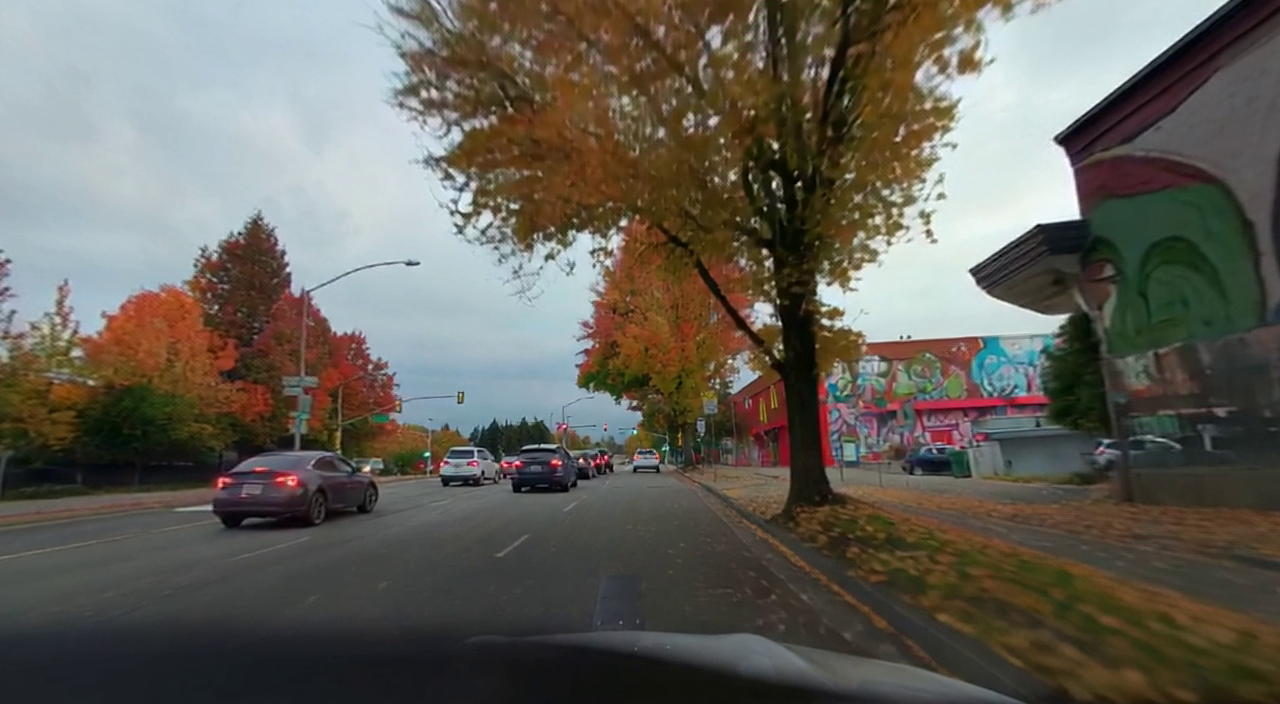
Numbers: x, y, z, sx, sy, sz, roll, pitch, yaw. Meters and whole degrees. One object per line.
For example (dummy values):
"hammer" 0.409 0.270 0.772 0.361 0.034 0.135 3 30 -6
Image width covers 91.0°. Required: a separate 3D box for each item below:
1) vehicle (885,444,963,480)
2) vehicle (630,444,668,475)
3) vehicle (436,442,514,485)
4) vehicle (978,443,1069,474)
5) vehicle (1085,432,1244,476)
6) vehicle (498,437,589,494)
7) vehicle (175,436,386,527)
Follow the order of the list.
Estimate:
"vehicle" 14.193 5.510 31.827 1.963 1.703 4.447 0 -9 2
"vehicle" 0.537 6.406 37.718 2.144 1.704 4.028 0 -9 0
"vehicle" -7.131 4.851 27.741 2.069 1.719 4.441 0 -9 2
"vehicle" 20.006 5.570 33.139 1.938 1.490 4.750 0 -9 2
"vehicle" 20.204 3.953 24.561 1.899 1.521 4.410 2 -9 -13
"vehicle" -3.048 3.729 21.007 2.165 1.663 4.513 0 -9 2
"vehicle" -7.323 2.649 13.465 1.932 1.596 4.247 0 -9 1
